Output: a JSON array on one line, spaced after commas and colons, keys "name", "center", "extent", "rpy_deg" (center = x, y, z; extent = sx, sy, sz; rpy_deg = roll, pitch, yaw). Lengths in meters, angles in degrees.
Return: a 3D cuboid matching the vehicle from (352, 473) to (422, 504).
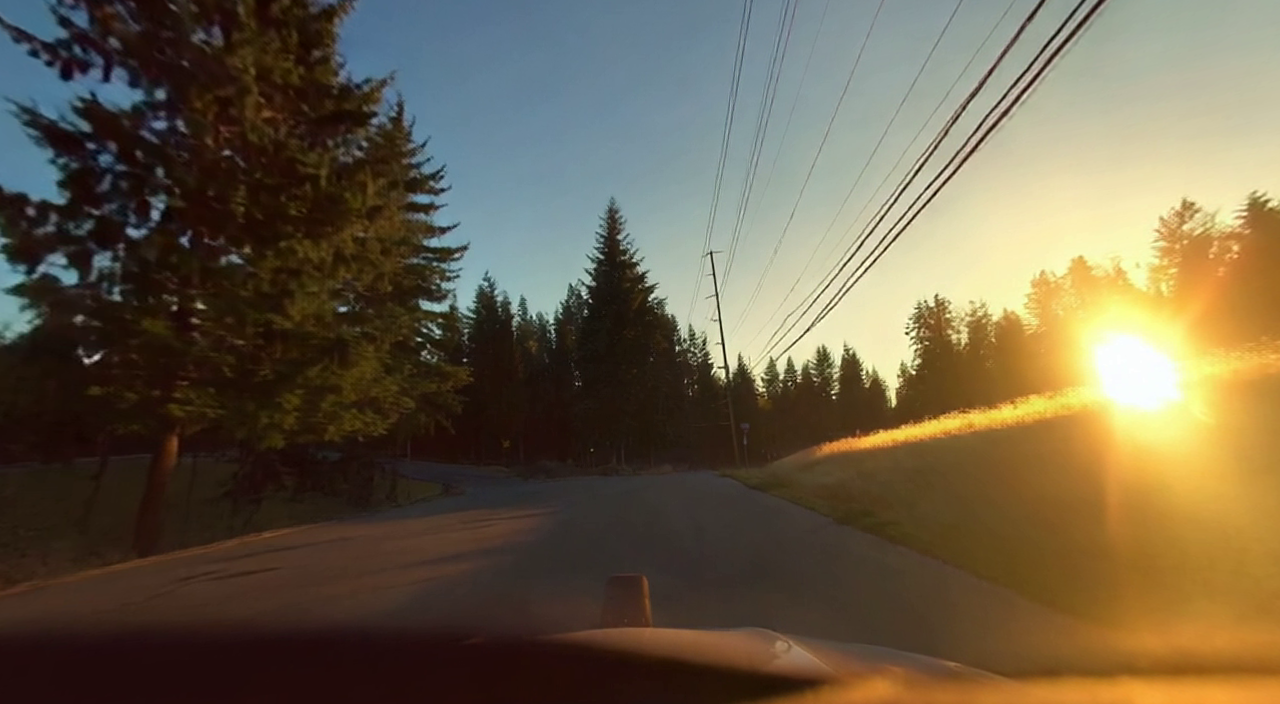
[{"name": "vehicle", "center": [-15.883, 8.494, 39.508], "extent": [4.043, 1.673, 1.970], "rpy_deg": [-5, -10, 31]}]
